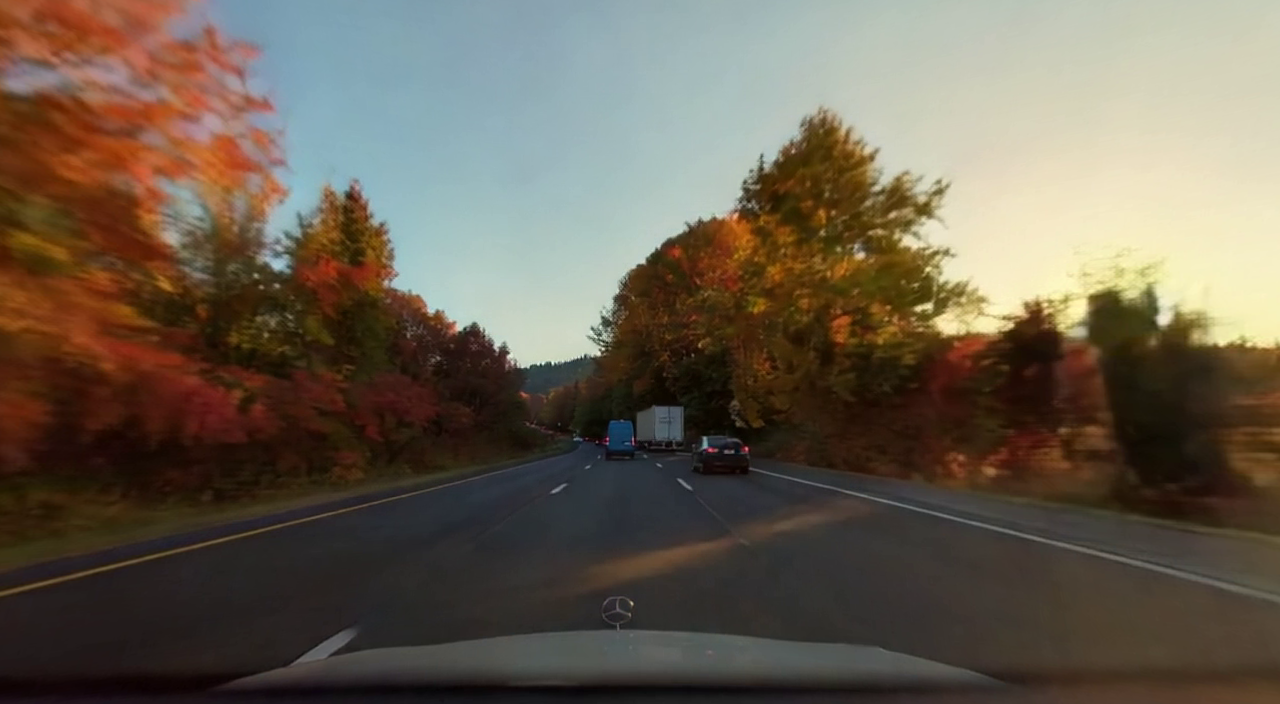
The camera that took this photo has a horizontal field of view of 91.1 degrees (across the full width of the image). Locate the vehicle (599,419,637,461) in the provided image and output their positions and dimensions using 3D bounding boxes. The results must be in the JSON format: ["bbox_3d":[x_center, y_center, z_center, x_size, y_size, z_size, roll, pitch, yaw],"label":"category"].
[{"bbox_3d":[-1.423,5.834,41.838,2.389,2.637,5.437,0,-8,-1],"label":"vehicle"}]

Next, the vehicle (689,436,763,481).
[{"bbox_3d":[3.082,3.883,23.425,1.962,1.508,4.363,0,-8,-2],"label":"vehicle"}]
